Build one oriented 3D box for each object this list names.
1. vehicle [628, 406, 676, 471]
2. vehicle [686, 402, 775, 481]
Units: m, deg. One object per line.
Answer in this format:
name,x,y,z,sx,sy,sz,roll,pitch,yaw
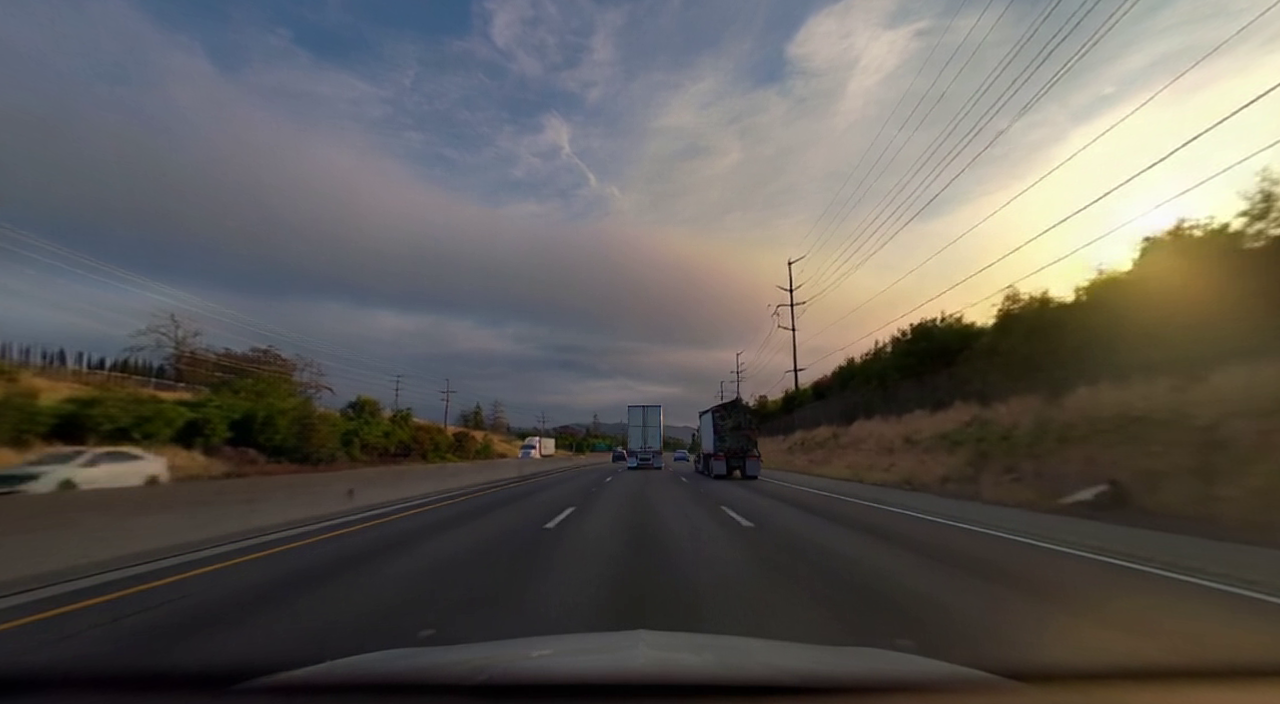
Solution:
vehicle,0.653,6.556,46.790,2.997,4.076,13.224,0,-9,-1
vehicle,4.208,4.559,31.588,2.938,3.378,8.820,0,-9,-1
